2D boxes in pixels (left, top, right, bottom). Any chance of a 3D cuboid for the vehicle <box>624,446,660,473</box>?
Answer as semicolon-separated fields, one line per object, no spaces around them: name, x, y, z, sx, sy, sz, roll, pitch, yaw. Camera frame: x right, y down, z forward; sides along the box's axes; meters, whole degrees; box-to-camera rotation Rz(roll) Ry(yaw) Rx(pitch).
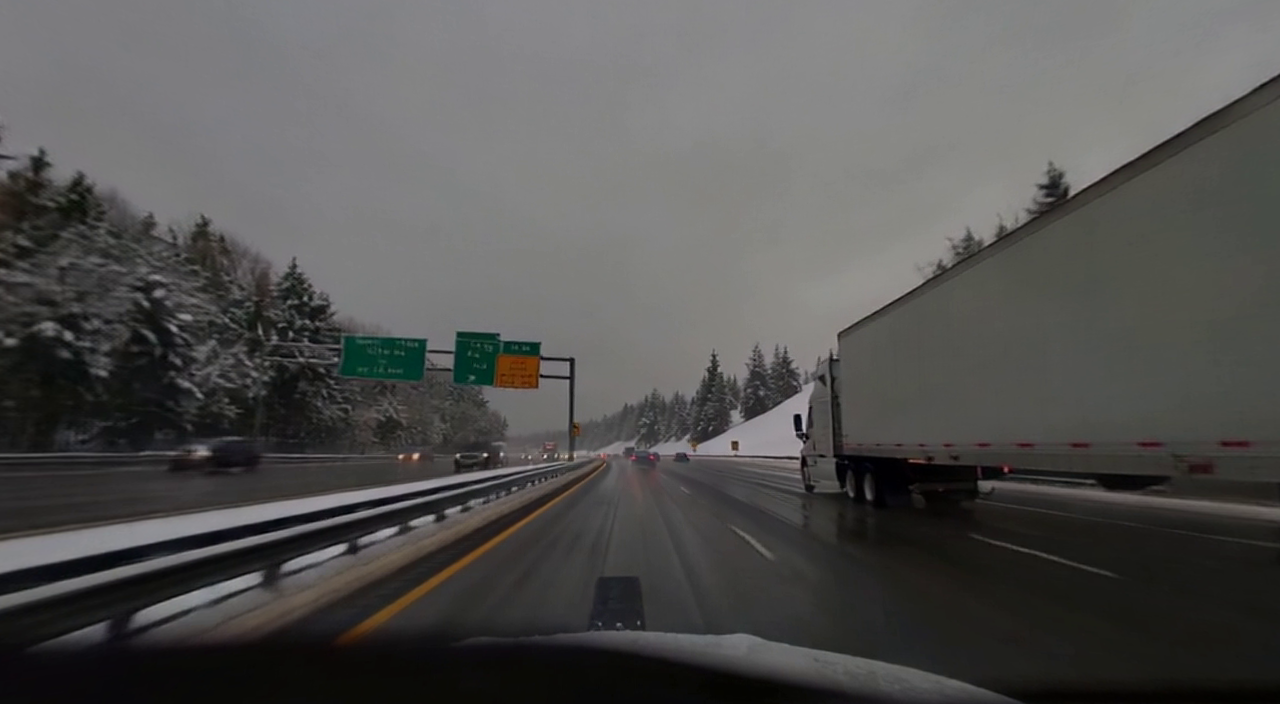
vehicle;0.160;6.651;39.098;2.111;1.599;3.859;0;-9;1

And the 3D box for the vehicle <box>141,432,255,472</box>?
vehicle;-19.481;4.446;28.066;1.892;1.628;4.423;0;-9;-1

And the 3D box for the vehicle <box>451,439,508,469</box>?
vehicle;-8.618;5.555;34.249;1.932;1.501;4.607;0;-9;-1

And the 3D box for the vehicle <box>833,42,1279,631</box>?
vehicle;5.944;0.454;7.944;2.890;4.006;14.039;0;-9;1
